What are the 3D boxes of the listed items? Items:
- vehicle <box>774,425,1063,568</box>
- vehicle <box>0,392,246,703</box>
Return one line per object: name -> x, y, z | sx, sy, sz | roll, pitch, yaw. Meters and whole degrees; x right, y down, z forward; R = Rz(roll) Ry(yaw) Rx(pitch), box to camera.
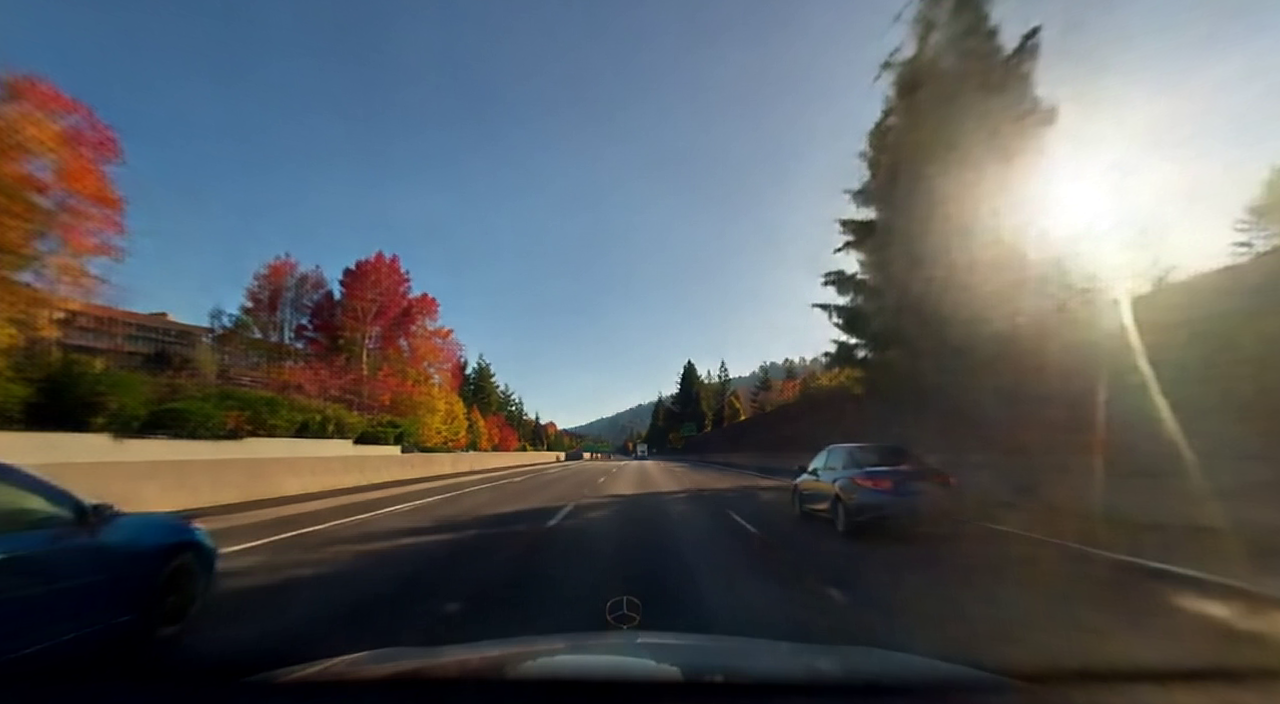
vehicle -> 3.605, 1.960, 9.405 | 2.146, 1.573, 4.661 | 0, -9, -1
vehicle -> -3.956, 0.896, 2.415 | 2.010, 1.550, 4.376 | 0, -9, 0
